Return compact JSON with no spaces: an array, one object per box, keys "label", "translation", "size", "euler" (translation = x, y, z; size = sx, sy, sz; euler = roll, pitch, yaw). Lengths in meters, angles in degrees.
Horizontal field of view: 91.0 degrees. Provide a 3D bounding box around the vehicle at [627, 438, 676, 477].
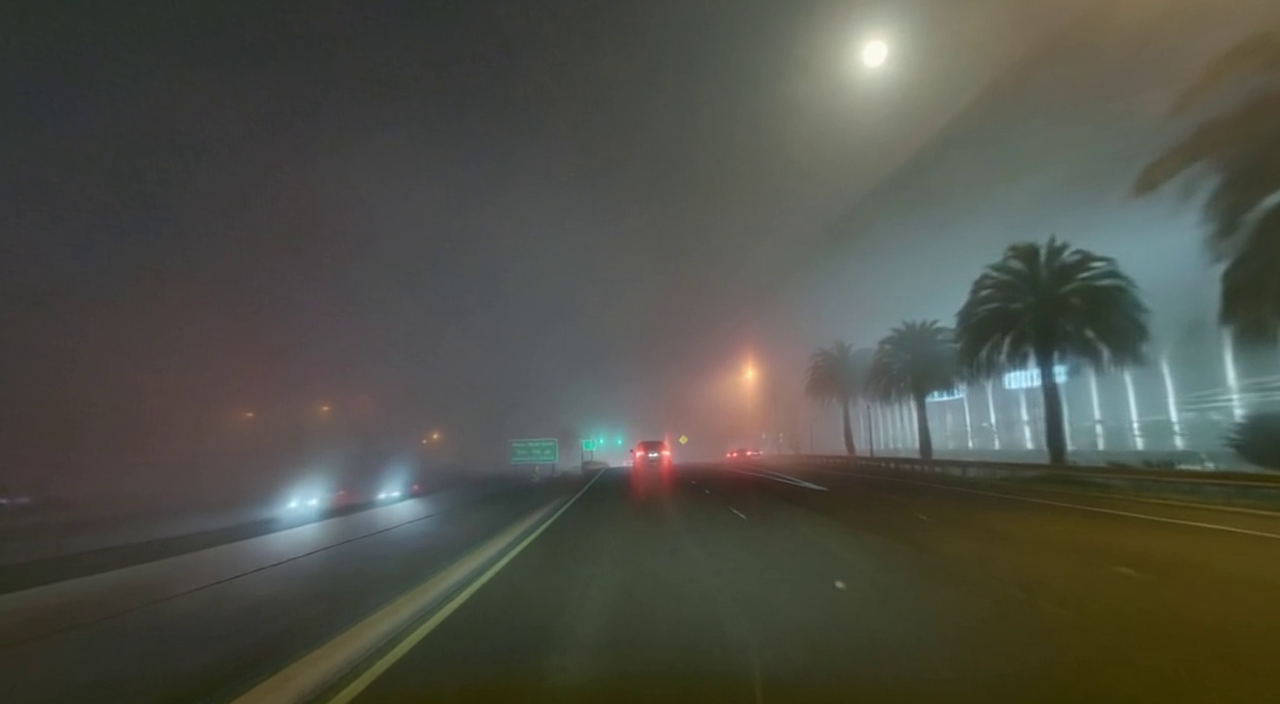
[{"label":"vehicle","translation":[0.469,4.962,29.803],"size":[2.089,1.718,4.193],"euler":[0,-9,-2]}]
